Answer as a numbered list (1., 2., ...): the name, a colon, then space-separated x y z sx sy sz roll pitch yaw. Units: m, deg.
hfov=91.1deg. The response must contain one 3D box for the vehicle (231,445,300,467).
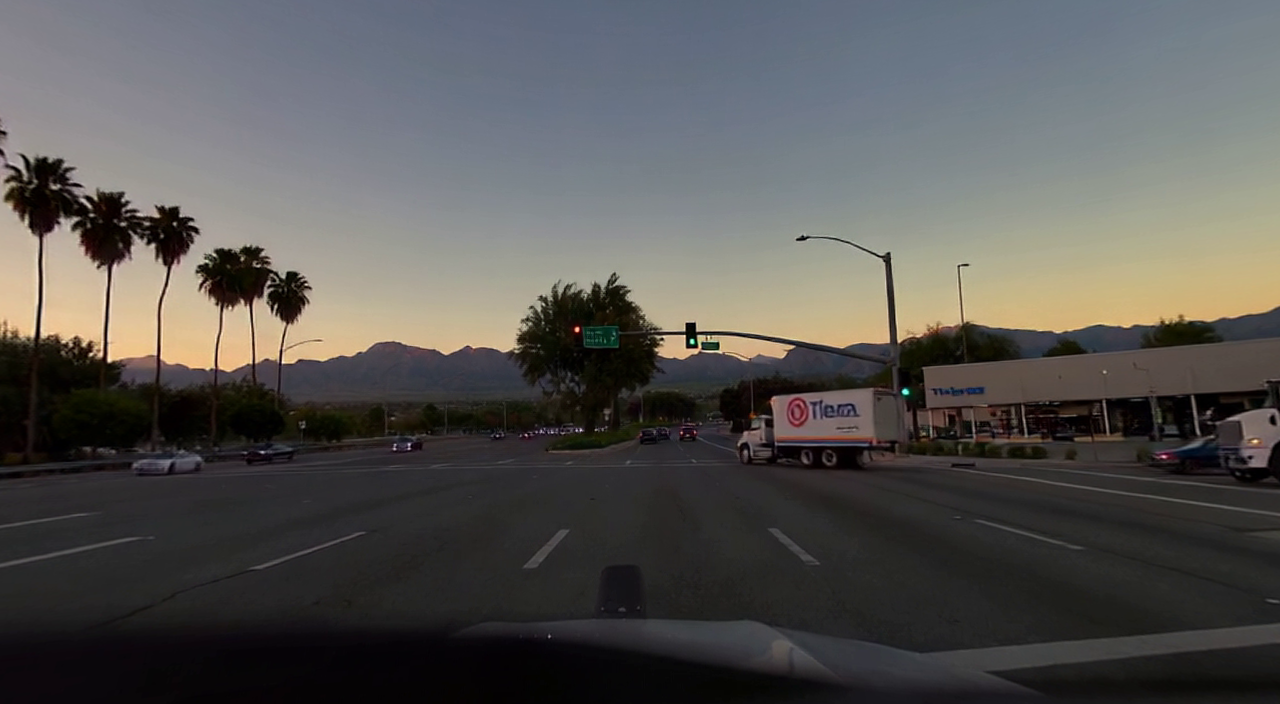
1. vehicle: -26.194 7.254 44.093 1.868 1.469 4.746 0 -9 1

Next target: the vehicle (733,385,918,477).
1. vehicle: 7.746 3.505 27.281 3.237 3.414 7.088 6 -10 -35

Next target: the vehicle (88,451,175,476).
1. vehicle: -35.473 7.747 43.934 1.902 1.558 4.384 -2 -9 13

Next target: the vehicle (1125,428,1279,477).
1. vehicle: 19.103 3.289 20.598 4.508 1.493 1.907 -2 -9 14
